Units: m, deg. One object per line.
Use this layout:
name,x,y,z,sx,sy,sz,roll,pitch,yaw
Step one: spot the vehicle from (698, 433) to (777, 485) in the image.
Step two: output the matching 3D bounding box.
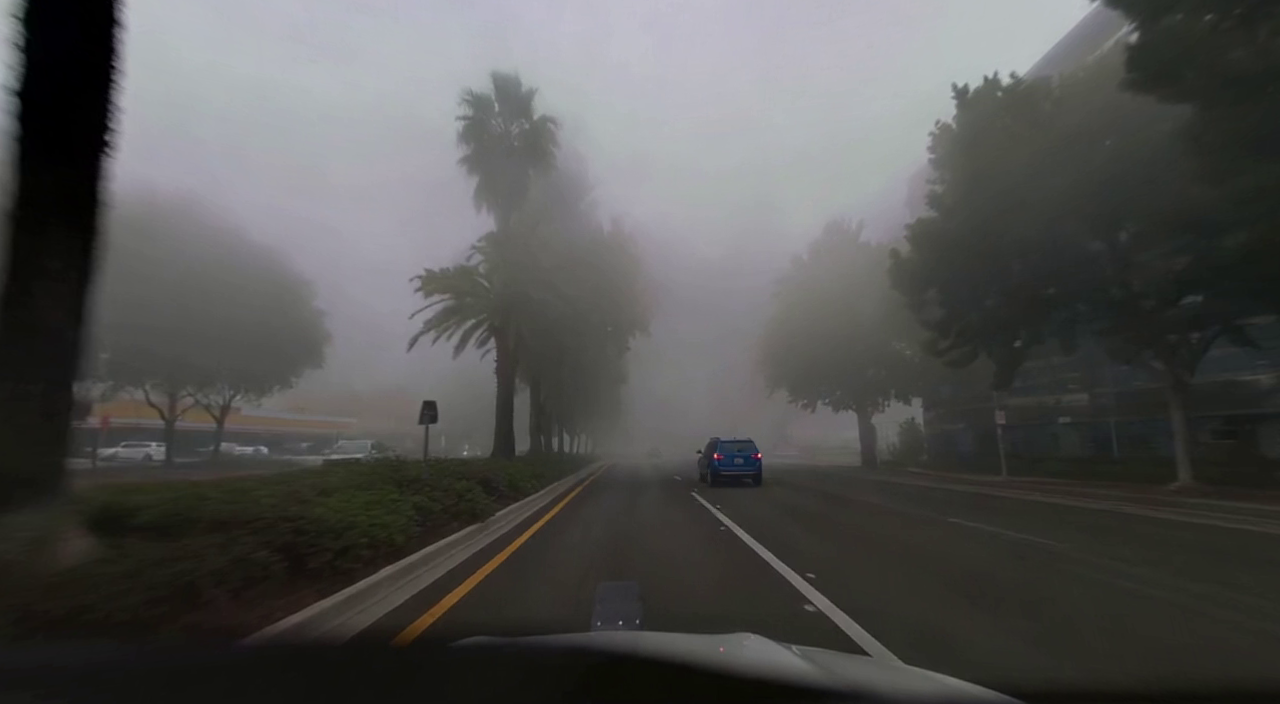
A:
vehicle,3.423,3.837,22.950,2.072,1.696,4.177,0,-8,-2
